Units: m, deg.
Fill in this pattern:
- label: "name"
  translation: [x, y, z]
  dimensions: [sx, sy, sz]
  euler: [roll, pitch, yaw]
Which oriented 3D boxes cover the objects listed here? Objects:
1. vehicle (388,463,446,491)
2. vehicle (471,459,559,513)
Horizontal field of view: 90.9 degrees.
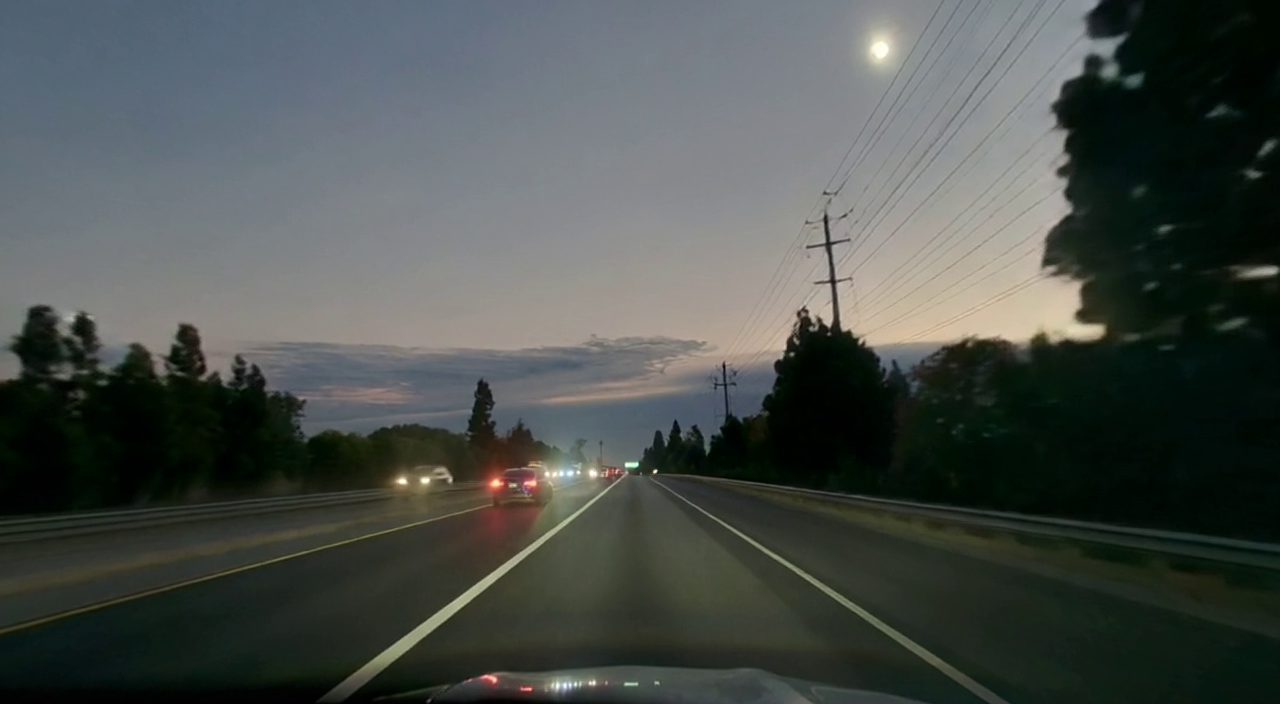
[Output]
- label: "vehicle"
  translation: [-13.302, 7.484, 37.810]
  dimensions: [1.974, 1.556, 3.945]
  euler: [1, -10, 0]
- label: "vehicle"
  translation: [-3.933, 4.321, 20.610]
  dimensions: [1.963, 1.501, 4.227]
  euler: [1, -10, 0]
